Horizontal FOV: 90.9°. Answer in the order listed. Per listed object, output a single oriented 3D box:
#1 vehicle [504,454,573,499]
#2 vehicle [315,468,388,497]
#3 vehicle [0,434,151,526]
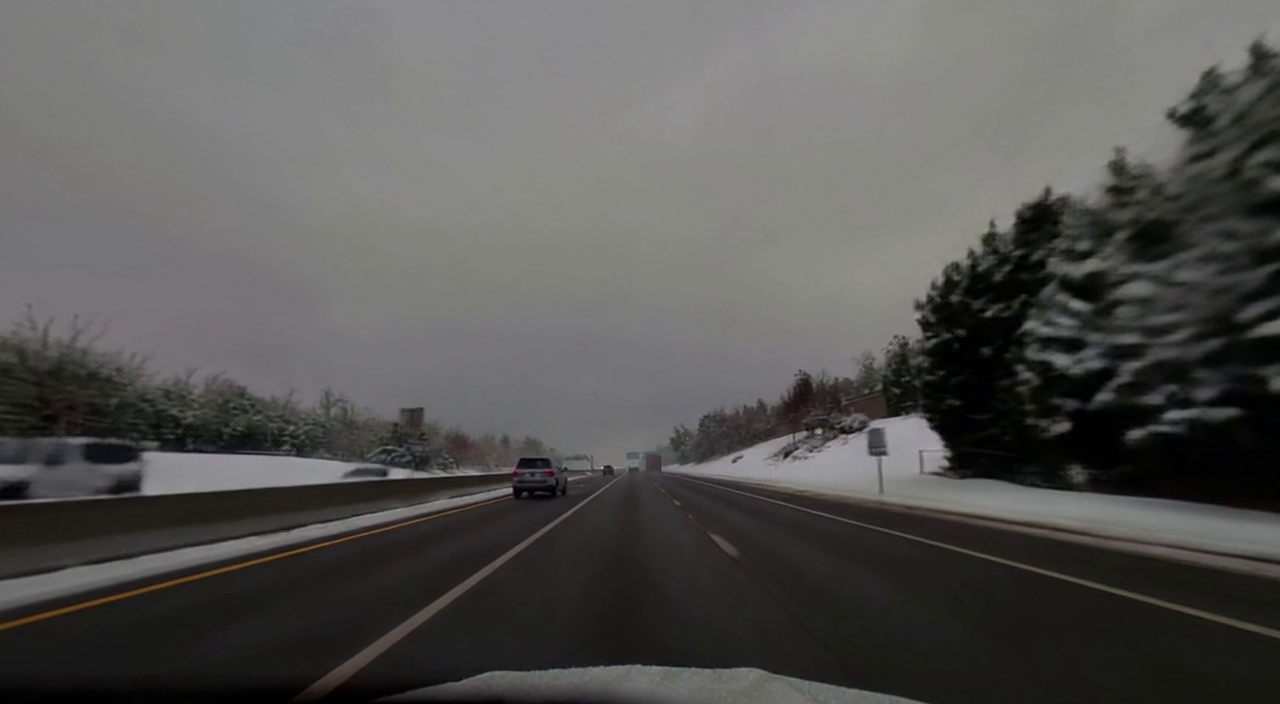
[{"bbox_3d":[-4.319,5.443,27.677,2.178,1.736,4.847,1,-10,0],"label":"vehicle"},{"bbox_3d":[-16.368,7.401,36.026,1.938,1.479,4.676,1,-10,0],"label":"vehicle"},{"bbox_3d":[-20.368,4.257,21.281,2.557,2.682,6.194,1,-10,0],"label":"vehicle"}]
